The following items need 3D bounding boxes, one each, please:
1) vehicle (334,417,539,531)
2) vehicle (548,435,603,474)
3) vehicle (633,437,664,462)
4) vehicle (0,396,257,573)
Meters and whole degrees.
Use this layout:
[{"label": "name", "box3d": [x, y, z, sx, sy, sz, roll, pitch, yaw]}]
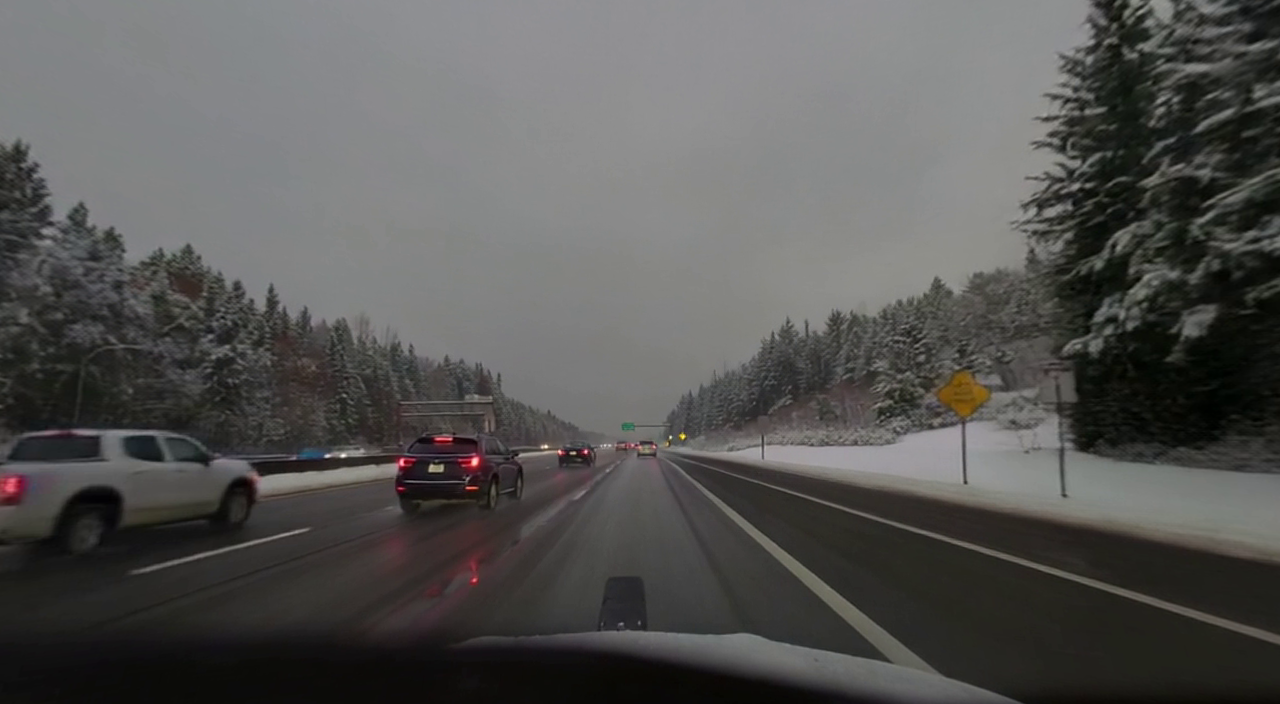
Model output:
[{"label": "vehicle", "box3d": [-3.425, 2.181, 11.904, 2.040, 1.672, 5.122, 0, -8, 2]}, {"label": "vehicle", "box3d": [-3.007, 4.864, 30.027, 2.056, 1.679, 4.204, 0, -8, 2]}, {"label": "vehicle", "box3d": [0.620, 7.347, 47.354, 2.285, 1.797, 4.478, 0, -8, 0]}, {"label": "vehicle", "box3d": [-7.314, 1.493, 7.463, 2.134, 1.715, 5.231, 0, -8, 1]}]
